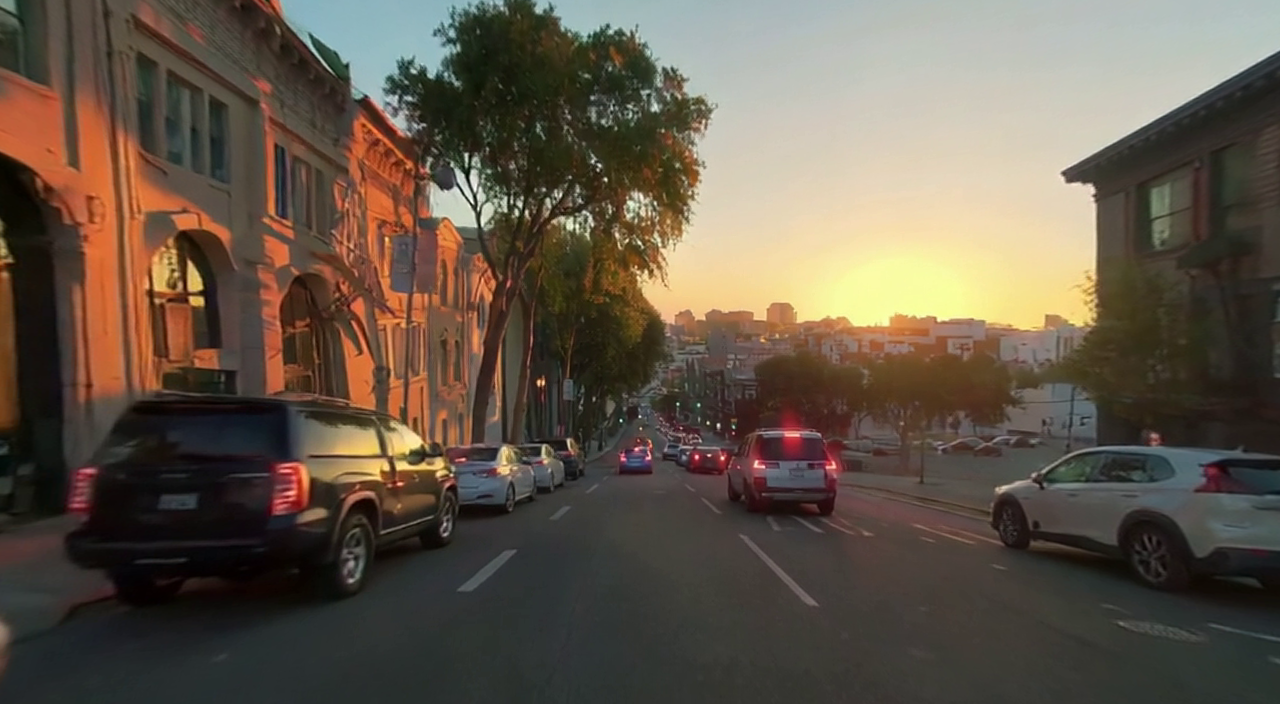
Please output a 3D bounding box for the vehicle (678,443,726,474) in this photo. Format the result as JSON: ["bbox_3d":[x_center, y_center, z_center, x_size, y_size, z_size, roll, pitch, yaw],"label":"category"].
[{"bbox_3d":[3.139,5.478,32.550,1.966,1.475,4.528,0,-8,0],"label":"vehicle"}]

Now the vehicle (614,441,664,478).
[{"bbox_3d":[-0.036,4.659,27.513,2.007,1.460,3.923,0,-8,0],"label":"vehicle"}]

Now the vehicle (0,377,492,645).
[{"bbox_3d":[-3.410,1.484,7.091,2.142,1.832,5.373,0,-8,0],"label":"vehicle"}]

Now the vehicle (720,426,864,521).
[{"bbox_3d":[3.076,2.571,13.855,2.002,1.707,4.547,0,-8,0],"label":"vehicle"}]

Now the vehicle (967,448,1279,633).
[{"bbox_3d":[6.125,2.030,7.811,1.913,1.624,4.116,-1,-8,1],"label":"vehicle"}]
